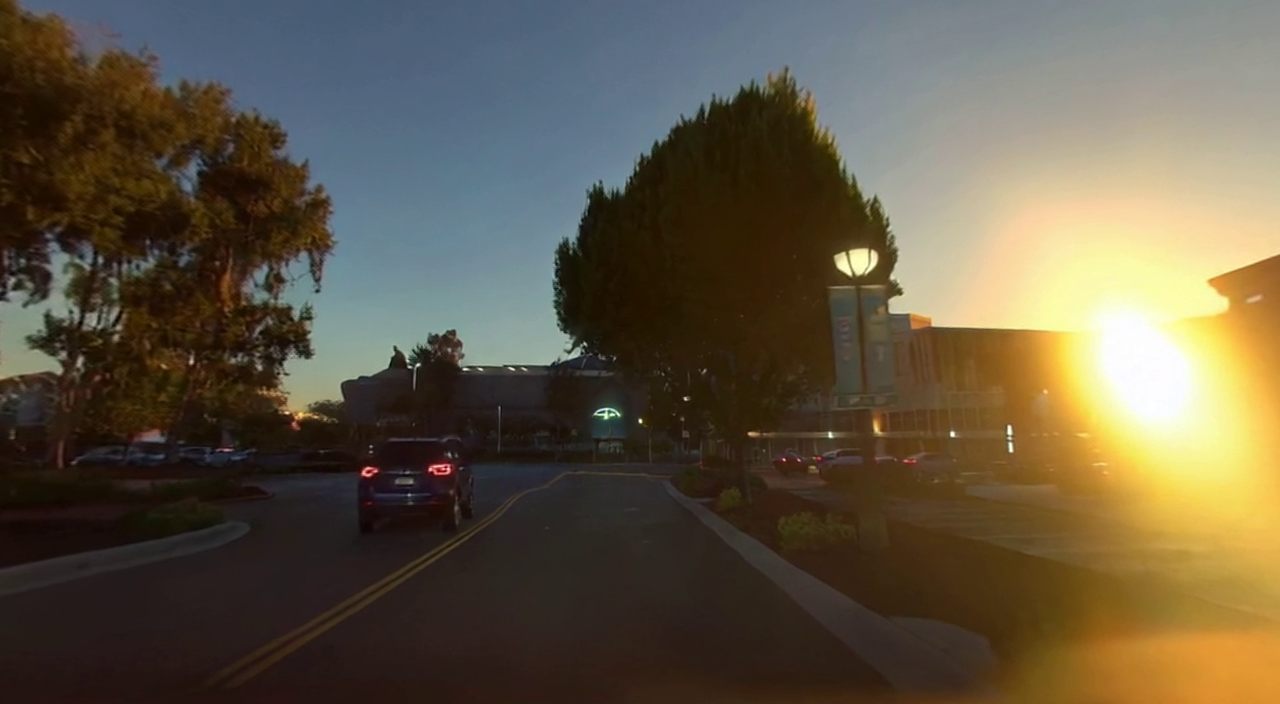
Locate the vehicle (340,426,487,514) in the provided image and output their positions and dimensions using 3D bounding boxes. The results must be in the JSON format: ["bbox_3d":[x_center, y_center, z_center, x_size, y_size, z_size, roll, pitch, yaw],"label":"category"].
[{"bbox_3d":[-5.251,2.819,15.440,2.180,1.806,4.541,1,-9,-4],"label":"vehicle"}]
